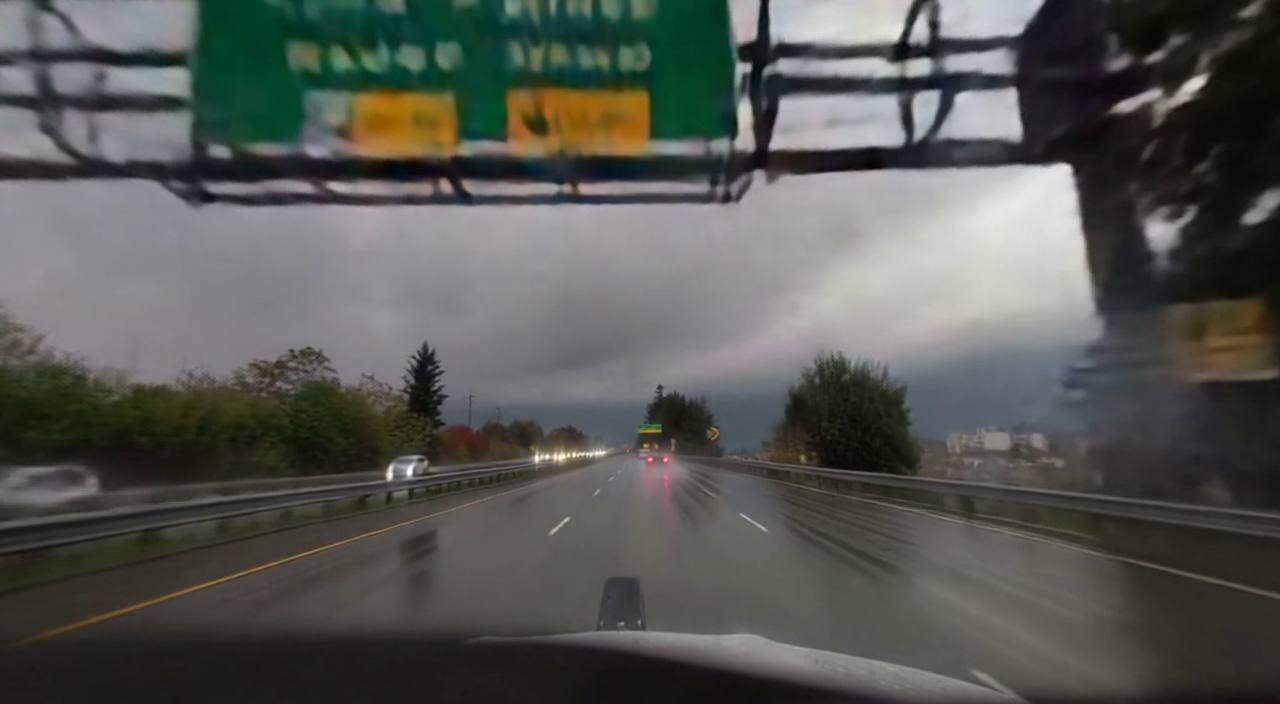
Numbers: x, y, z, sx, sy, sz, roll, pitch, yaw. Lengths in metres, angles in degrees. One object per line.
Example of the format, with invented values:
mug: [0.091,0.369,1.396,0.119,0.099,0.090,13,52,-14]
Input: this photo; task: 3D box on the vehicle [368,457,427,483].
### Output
vehicle: [-17.180,8.374,44.959,2.335,1.694,4.933,0,-9,-1]

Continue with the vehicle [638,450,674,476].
vehicle: [0.917,6.706,38.290,2.036,1.457,3.471,0,-9,-1]
